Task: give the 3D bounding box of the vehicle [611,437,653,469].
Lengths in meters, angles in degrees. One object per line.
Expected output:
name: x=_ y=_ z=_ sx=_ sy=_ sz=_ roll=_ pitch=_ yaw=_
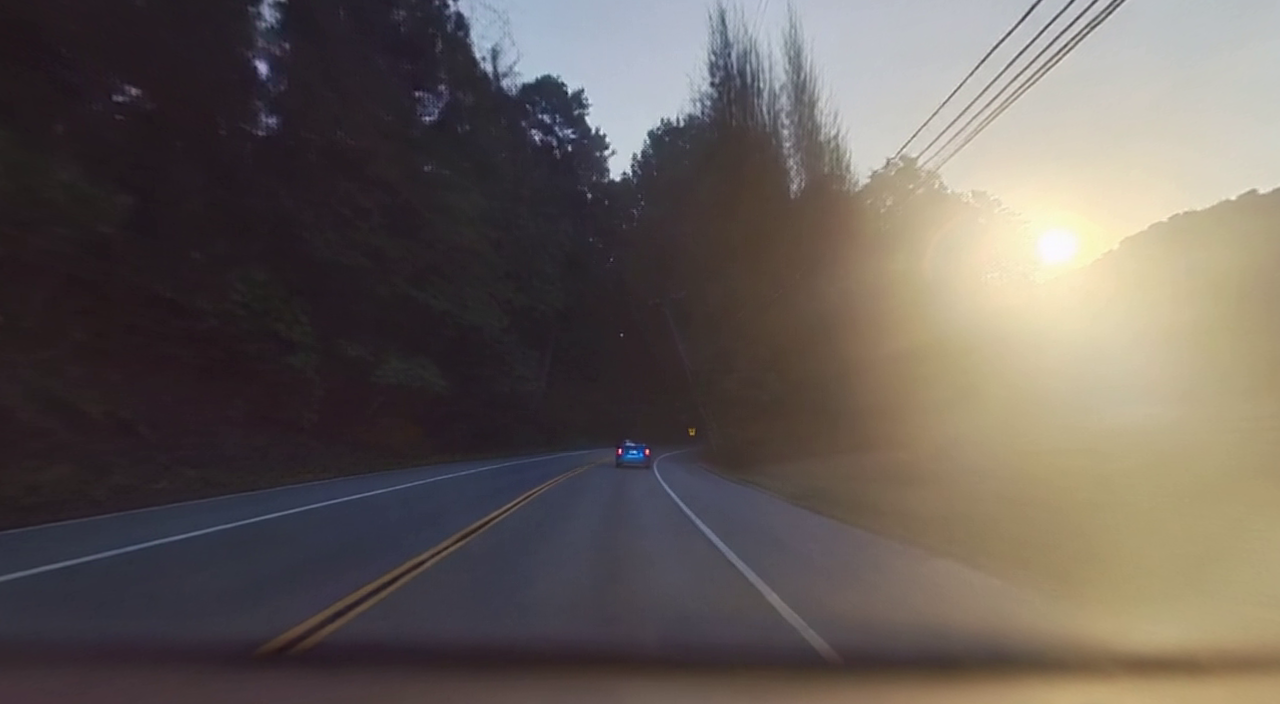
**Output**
vehicle: x=-0.347 y=5.378 z=33.852 sx=2.059 sy=1.524 sz=3.963 roll=1 pitch=-8 yaw=2
